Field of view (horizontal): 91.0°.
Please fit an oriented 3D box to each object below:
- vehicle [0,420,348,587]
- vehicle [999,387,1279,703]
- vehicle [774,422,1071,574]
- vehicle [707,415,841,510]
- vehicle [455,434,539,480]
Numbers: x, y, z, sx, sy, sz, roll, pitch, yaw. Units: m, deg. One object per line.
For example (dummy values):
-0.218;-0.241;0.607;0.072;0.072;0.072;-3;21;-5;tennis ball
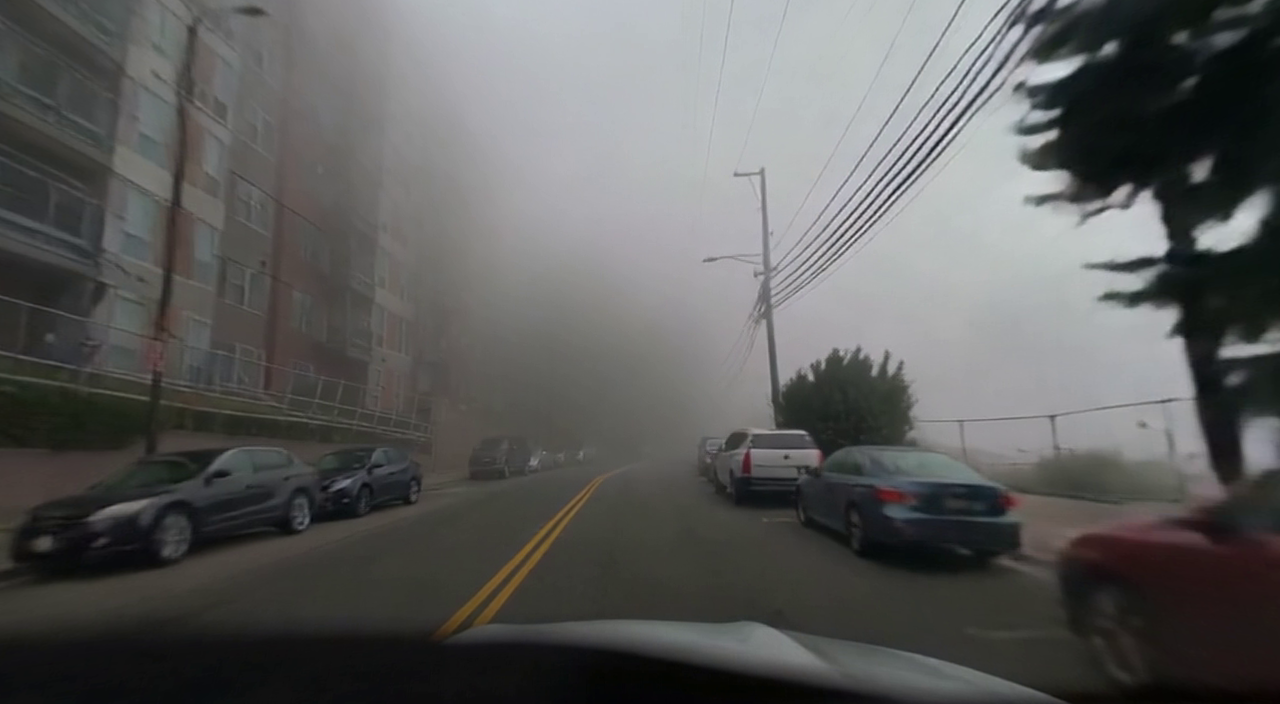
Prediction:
-6.238;1.974;8.700;1.996;1.578;4.806;-4;-11;2;vehicle
3.642;0.877;2.080;1.976;1.588;4.968;0;-8;0;vehicle
3.560;1.921;9.269;2.017;1.600;4.965;0;-8;-1;vehicle
2.935;2.559;14.983;2.000;1.871;4.797;1;-8;-2;vehicle
-6.435;4.786;29.091;2.194;1.861;5.725;0;-8;4;vehicle
